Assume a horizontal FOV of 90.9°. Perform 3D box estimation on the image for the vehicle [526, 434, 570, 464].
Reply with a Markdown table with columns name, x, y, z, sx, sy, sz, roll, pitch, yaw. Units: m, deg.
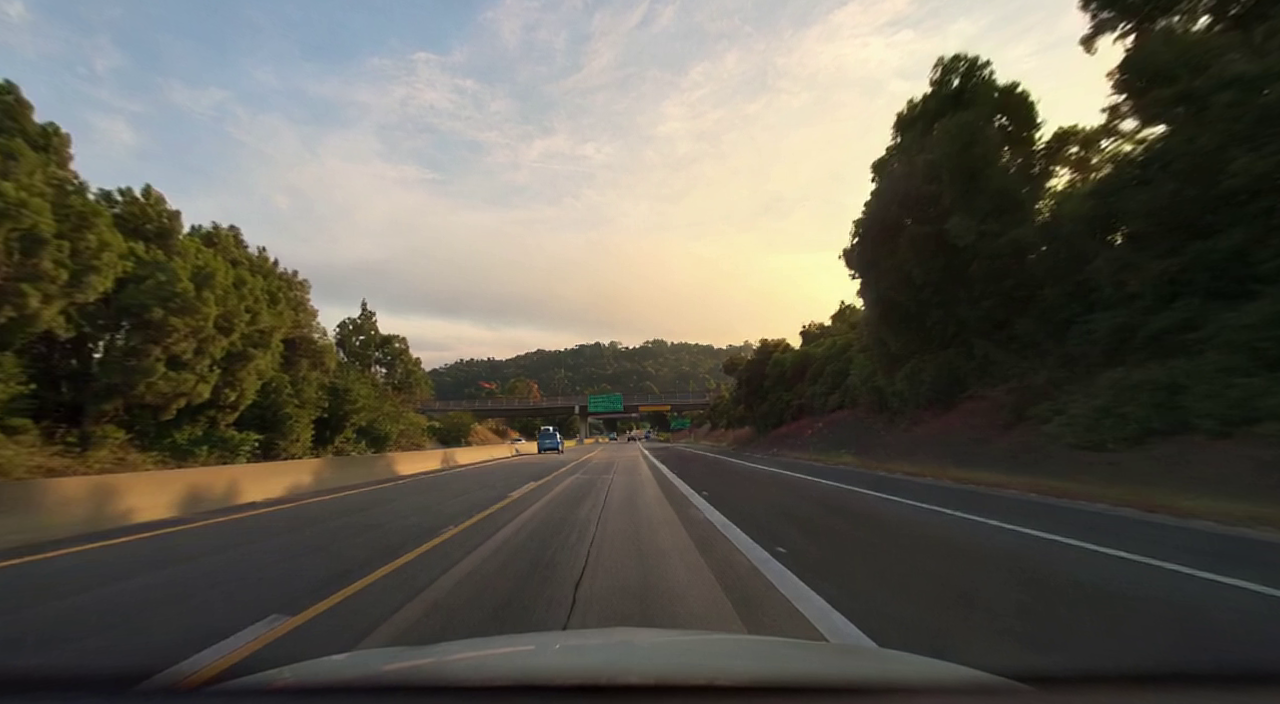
| name | x | y | z | sx | sy | sz | roll | pitch | yaw |
| --- | --- | --- | --- | --- | --- | --- | --- | --- | --- |
| vehicle | -4.950 | 5.245 | 34.353 | 1.871 | 1.489 | 4.093 | 0 | -8 | -1 |
